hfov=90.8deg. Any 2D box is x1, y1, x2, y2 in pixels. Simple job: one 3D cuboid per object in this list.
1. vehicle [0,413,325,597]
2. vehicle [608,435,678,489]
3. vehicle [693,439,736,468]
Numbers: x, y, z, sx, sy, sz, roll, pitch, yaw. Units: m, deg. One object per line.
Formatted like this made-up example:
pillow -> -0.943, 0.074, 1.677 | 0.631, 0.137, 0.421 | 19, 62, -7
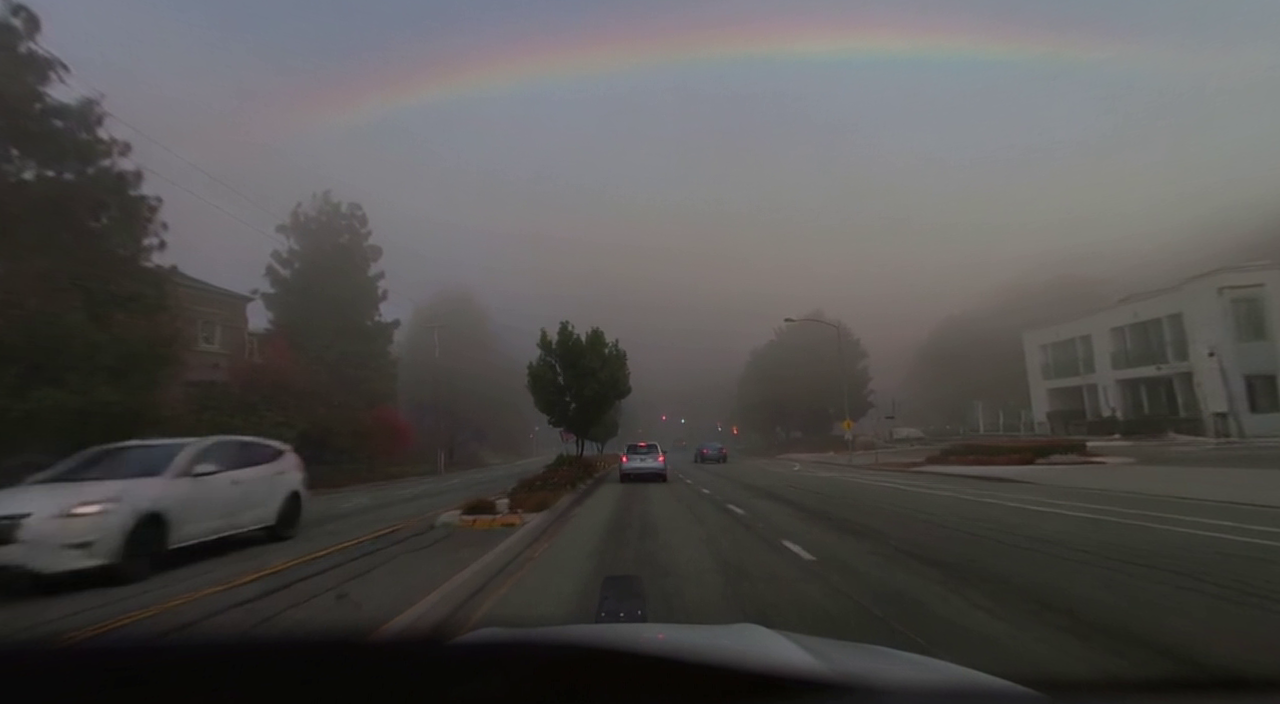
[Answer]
vehicle -> -6.569, 1.886, 8.645 | 2.174, 1.802, 4.591 | -1, -9, -1
vehicle -> 0.108, 3.810, 22.090 | 2.181, 1.639, 4.127 | -1, -9, 0
vehicle -> 4.557, 6.273, 39.183 | 1.987, 1.613, 4.081 | -1, -9, -2
